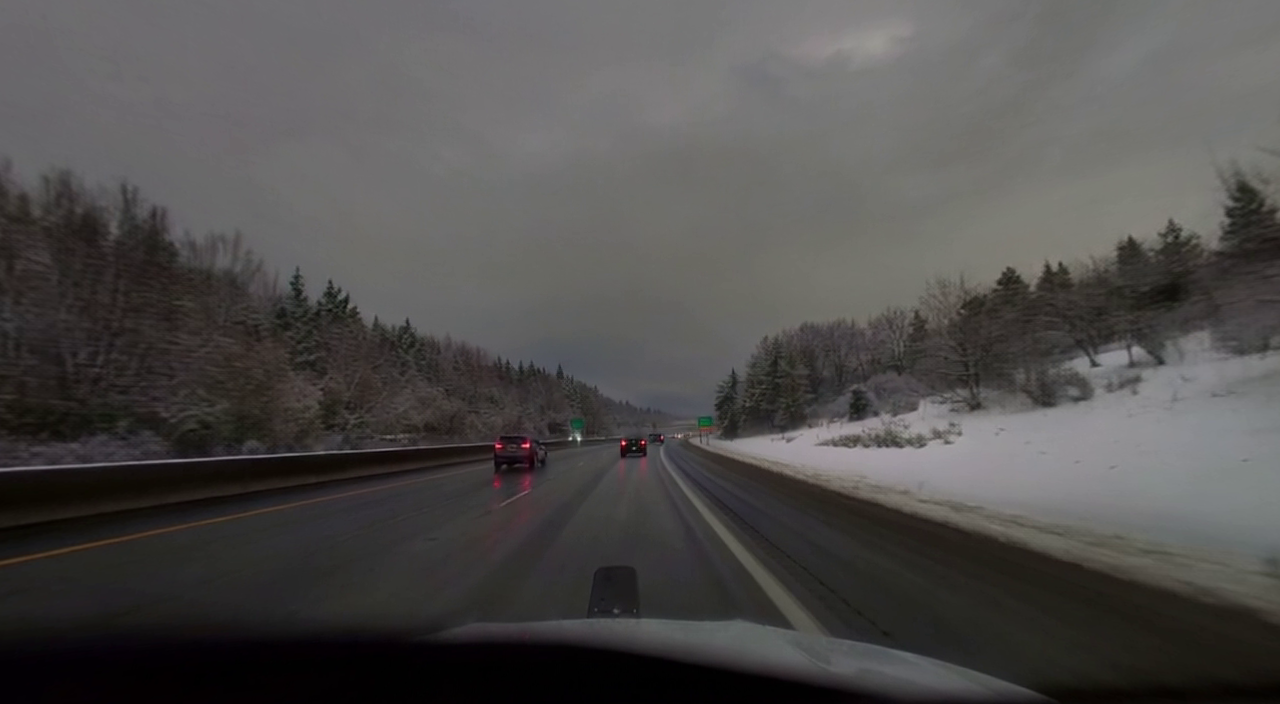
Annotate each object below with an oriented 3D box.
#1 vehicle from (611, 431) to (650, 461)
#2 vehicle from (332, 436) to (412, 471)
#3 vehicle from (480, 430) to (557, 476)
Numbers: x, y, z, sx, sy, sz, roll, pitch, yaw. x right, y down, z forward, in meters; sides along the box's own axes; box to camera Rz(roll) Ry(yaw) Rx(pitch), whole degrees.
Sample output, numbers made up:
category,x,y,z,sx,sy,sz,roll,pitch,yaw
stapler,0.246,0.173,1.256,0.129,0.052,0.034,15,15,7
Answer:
category,x,y,z,sx,sy,sz,roll,pitch,yaw
vehicle,-0.540,5.496,36.829,2.146,1.636,4.026,0,-8,-1
vehicle,-12.930,4.916,30.745,1.944,1.520,4.477,-1,-8,0
vehicle,-4.676,3.957,24.901,2.075,1.653,4.317,-1,-8,1
